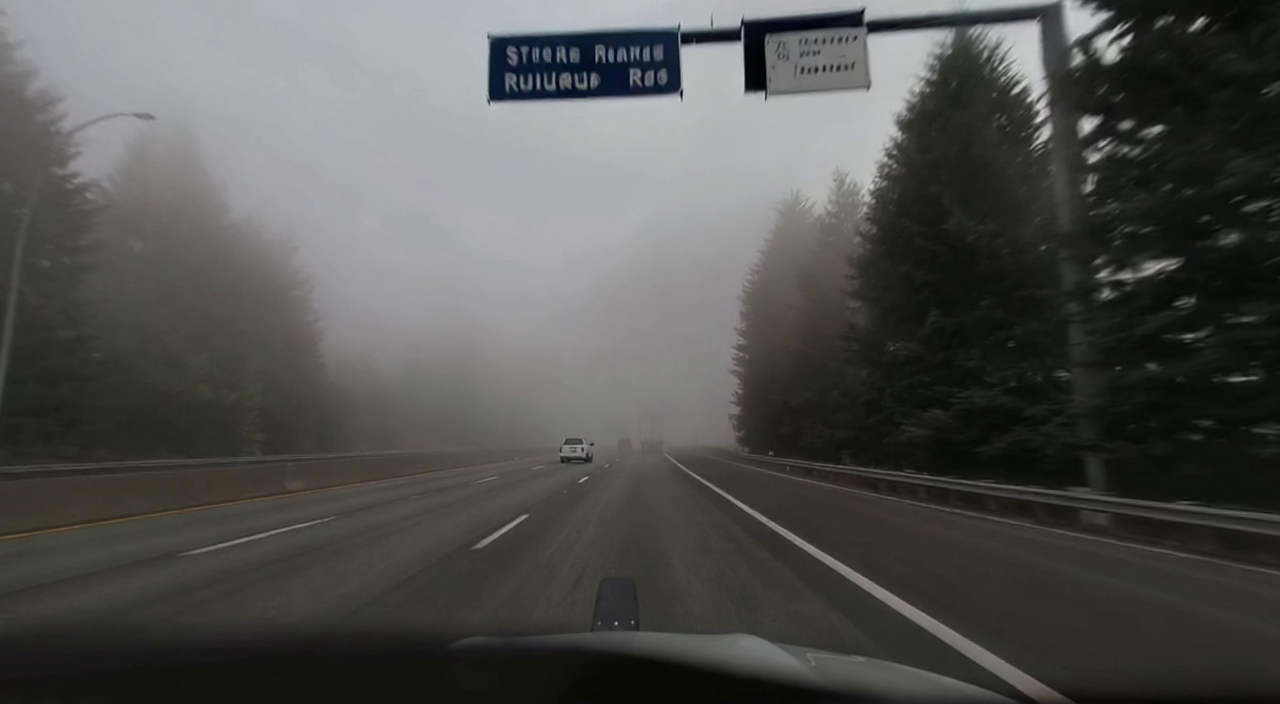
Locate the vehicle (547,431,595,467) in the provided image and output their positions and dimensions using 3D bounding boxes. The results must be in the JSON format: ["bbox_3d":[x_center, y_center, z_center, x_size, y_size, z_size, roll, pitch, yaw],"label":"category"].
[{"bbox_3d":[-3.950,5.639,36.857,2.130,1.935,4.817,-1,-8,1],"label":"vehicle"}]
